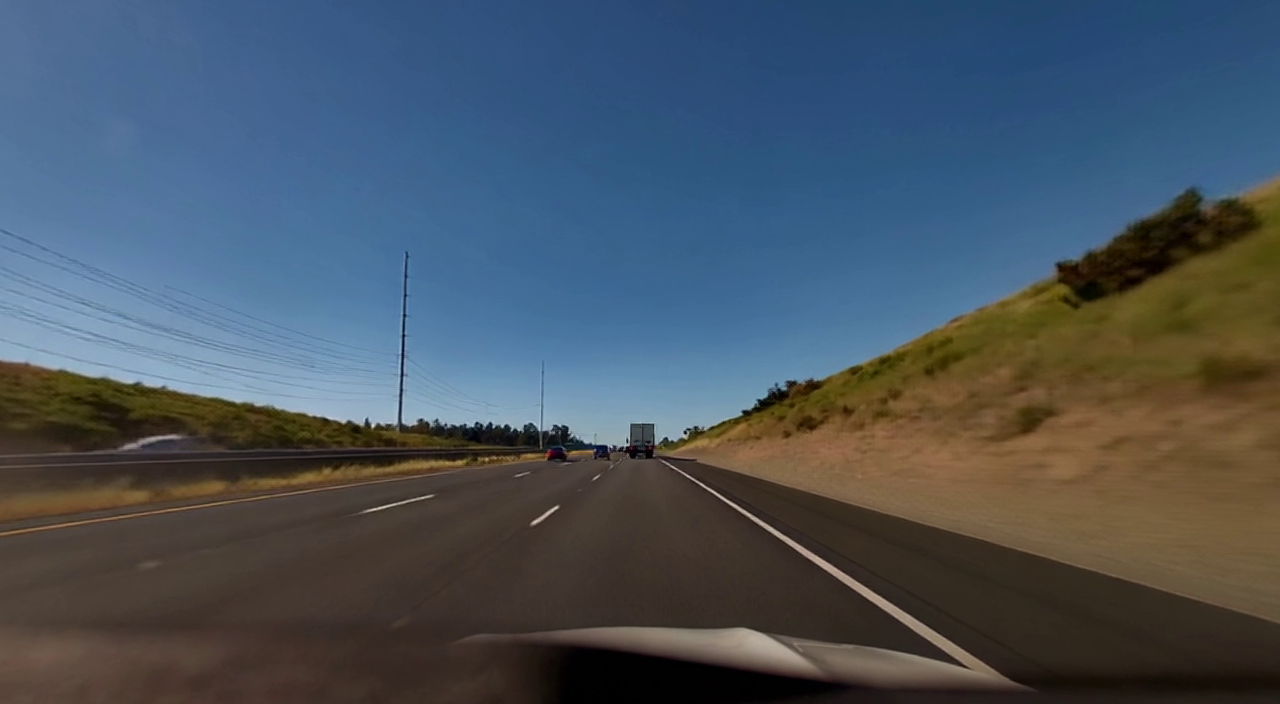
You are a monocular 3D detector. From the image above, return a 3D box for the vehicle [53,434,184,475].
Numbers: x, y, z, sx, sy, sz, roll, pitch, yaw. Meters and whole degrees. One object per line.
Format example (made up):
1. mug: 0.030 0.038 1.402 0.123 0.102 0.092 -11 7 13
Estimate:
1. vehicle: -22.891 4.515 27.977 1.946 1.647 4.495 0 -9 1
